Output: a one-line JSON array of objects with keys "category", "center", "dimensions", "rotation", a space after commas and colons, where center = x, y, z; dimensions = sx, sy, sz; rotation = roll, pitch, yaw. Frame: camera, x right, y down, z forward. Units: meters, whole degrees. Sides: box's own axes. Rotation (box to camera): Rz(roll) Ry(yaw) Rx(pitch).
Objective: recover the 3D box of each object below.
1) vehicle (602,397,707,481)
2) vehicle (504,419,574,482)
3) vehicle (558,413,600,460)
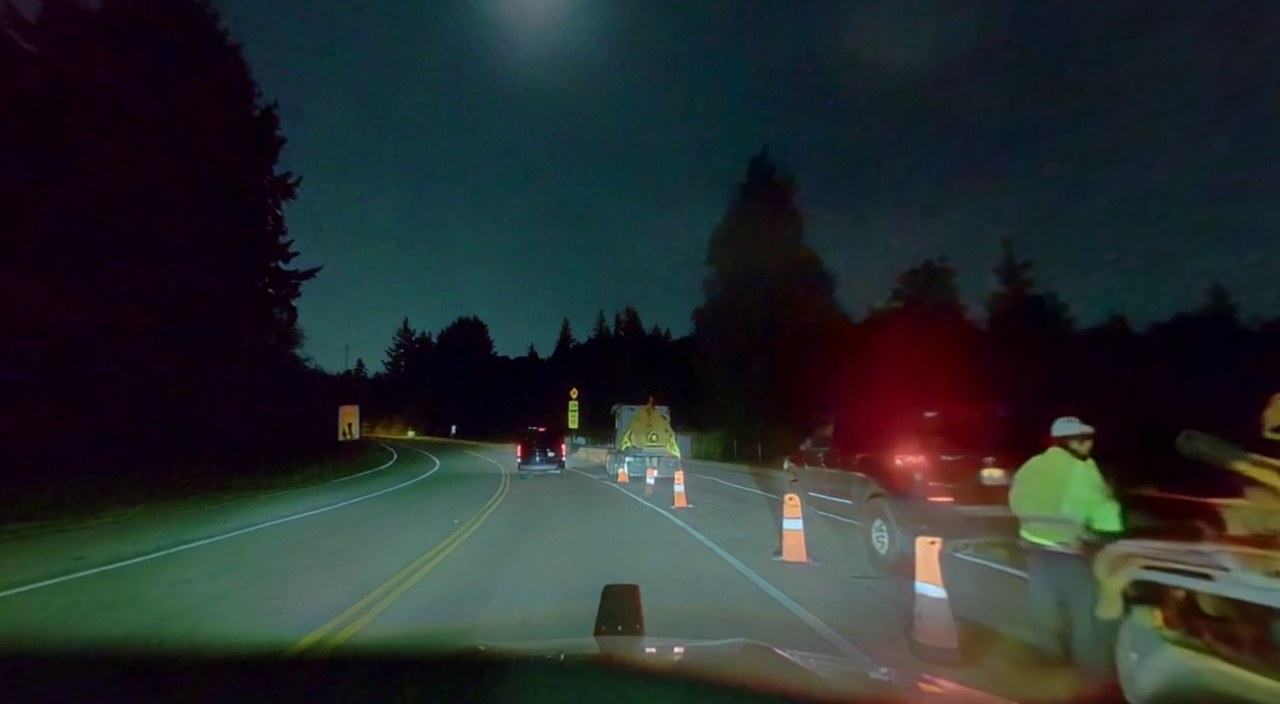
[{"category": "vehicle", "center": [0.341, 4.014, 29.496], "dimensions": [3.126, 3.310, 8.534], "rotation": [1, -7, -11]}, {"category": "vehicle", "center": [-4.155, 3.920, 25.324], "dimensions": [2.362, 2.223, 4.892], "rotation": [2, -9, -13]}, {"category": "vehicle", "center": [-4.323, 5.923, 43.985], "dimensions": [2.703, 3.066, 4.047], "rotation": [1, -9, -8]}]
